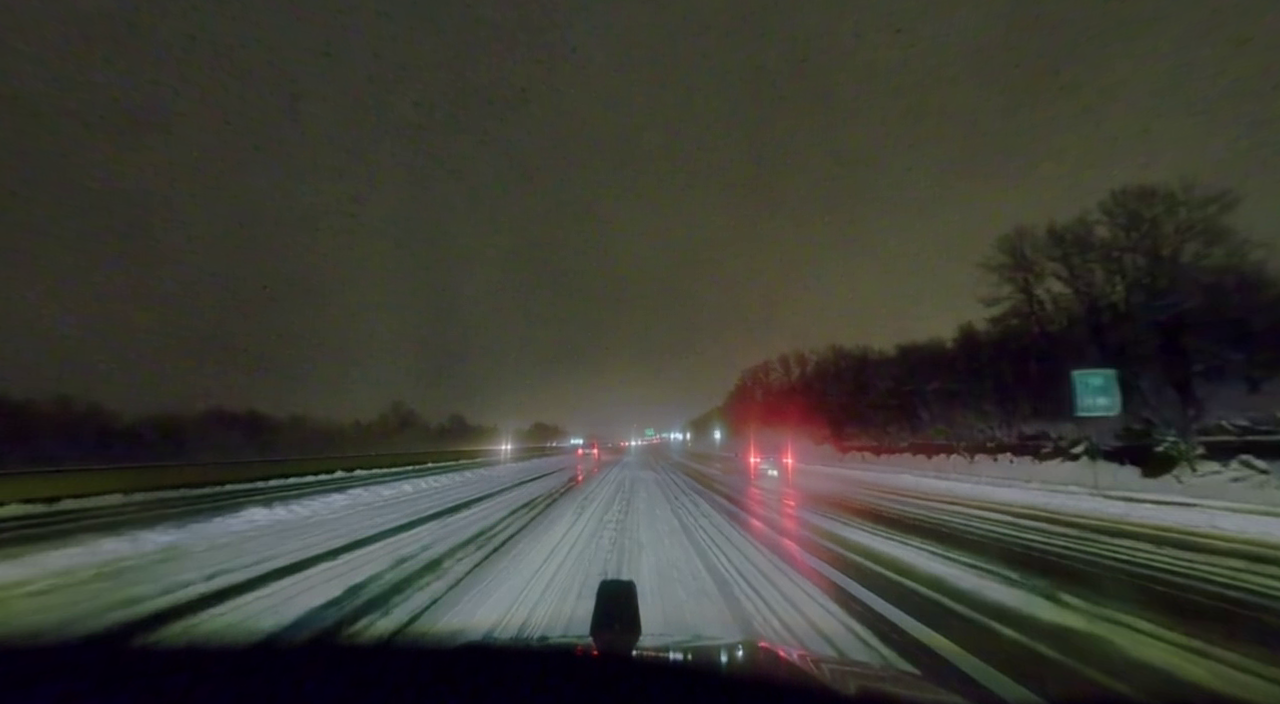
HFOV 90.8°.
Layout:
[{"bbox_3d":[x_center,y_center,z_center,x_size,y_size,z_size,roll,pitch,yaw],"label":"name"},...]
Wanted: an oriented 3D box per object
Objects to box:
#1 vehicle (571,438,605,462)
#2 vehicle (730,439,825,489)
[{"bbox_3d":[-3.657,6.958,44.930,2.048,1.618,4.424,0,-9,0],"label":"vehicle"},{"bbox_3d":[4.449,3.690,21.184,2.060,1.485,4.274,0,-9,-2],"label":"vehicle"}]
